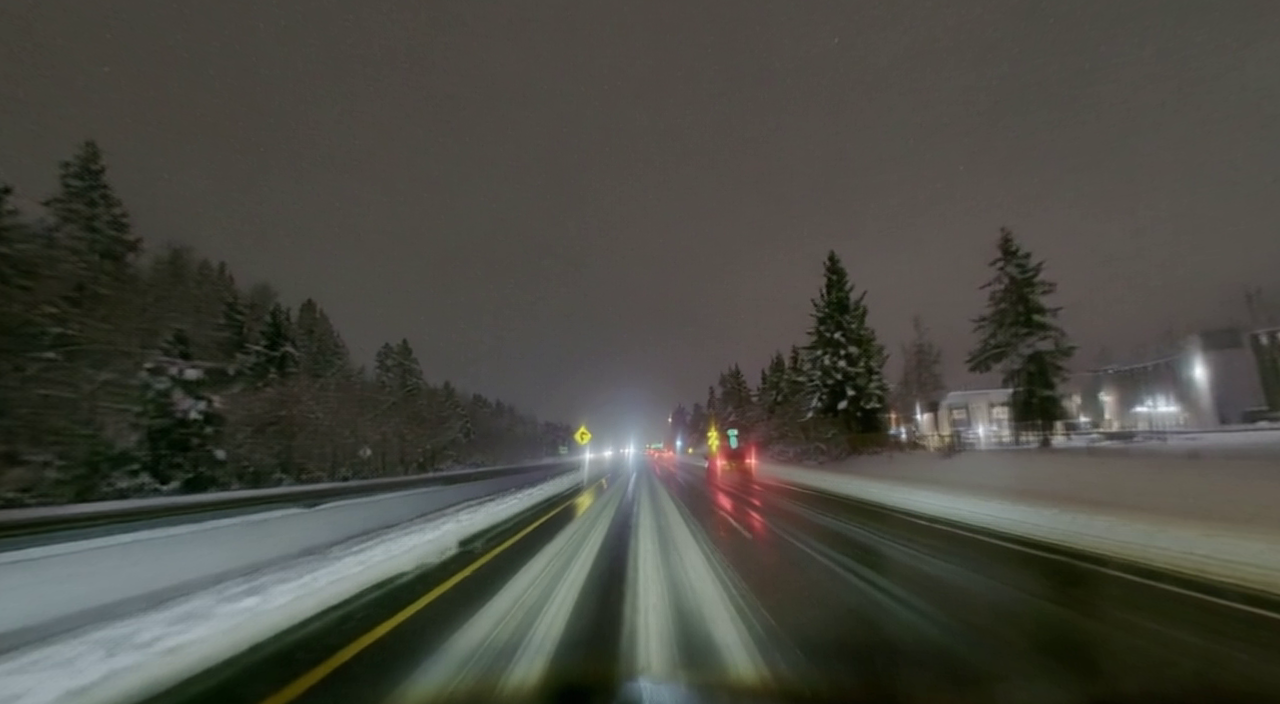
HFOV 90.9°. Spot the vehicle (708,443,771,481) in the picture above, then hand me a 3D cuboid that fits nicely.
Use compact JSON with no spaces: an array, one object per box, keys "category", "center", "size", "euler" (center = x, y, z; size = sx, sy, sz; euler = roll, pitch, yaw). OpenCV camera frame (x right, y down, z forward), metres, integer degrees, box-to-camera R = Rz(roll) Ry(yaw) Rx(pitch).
[{"category":"vehicle","center":[4.344,4.855,28.147],"size":[2.042,1.518,4.477],"euler":[0,-9,-1]}]
